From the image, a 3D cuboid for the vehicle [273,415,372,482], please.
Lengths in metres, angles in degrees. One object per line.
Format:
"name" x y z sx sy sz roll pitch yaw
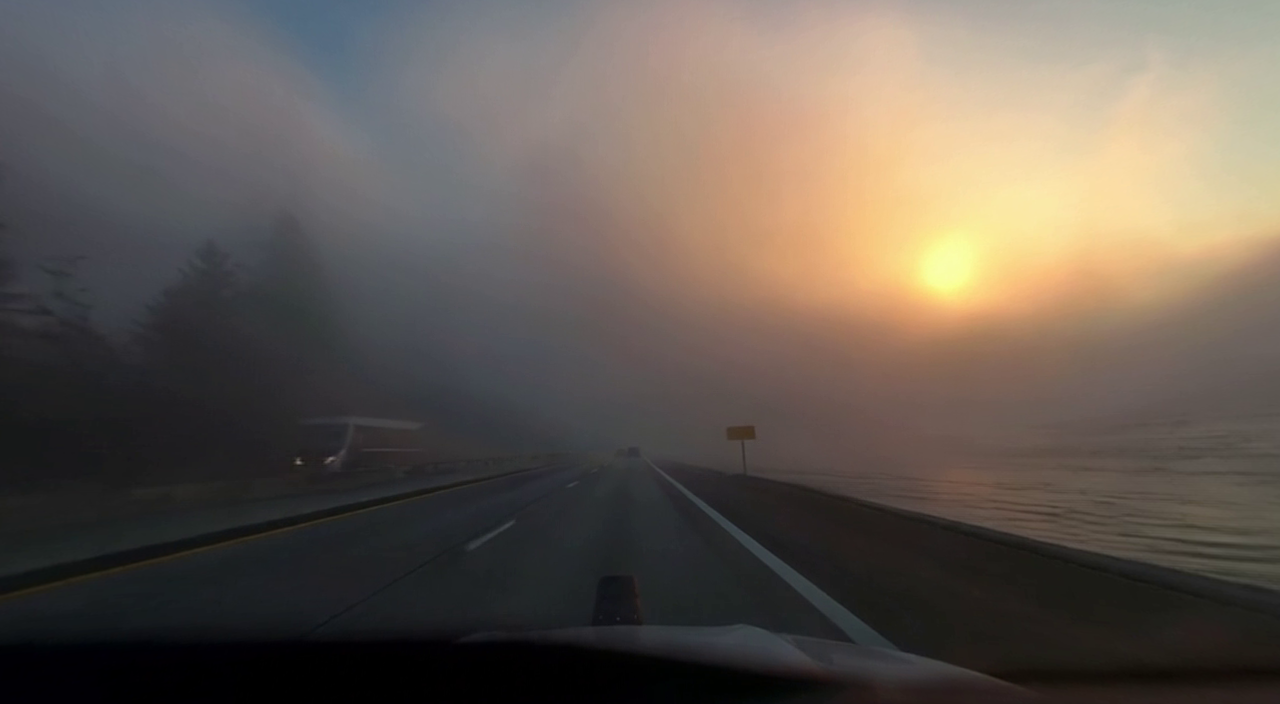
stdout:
"vehicle" -19.867 6.114 39.739 2.999 3.854 6.122 0 -9 -1
